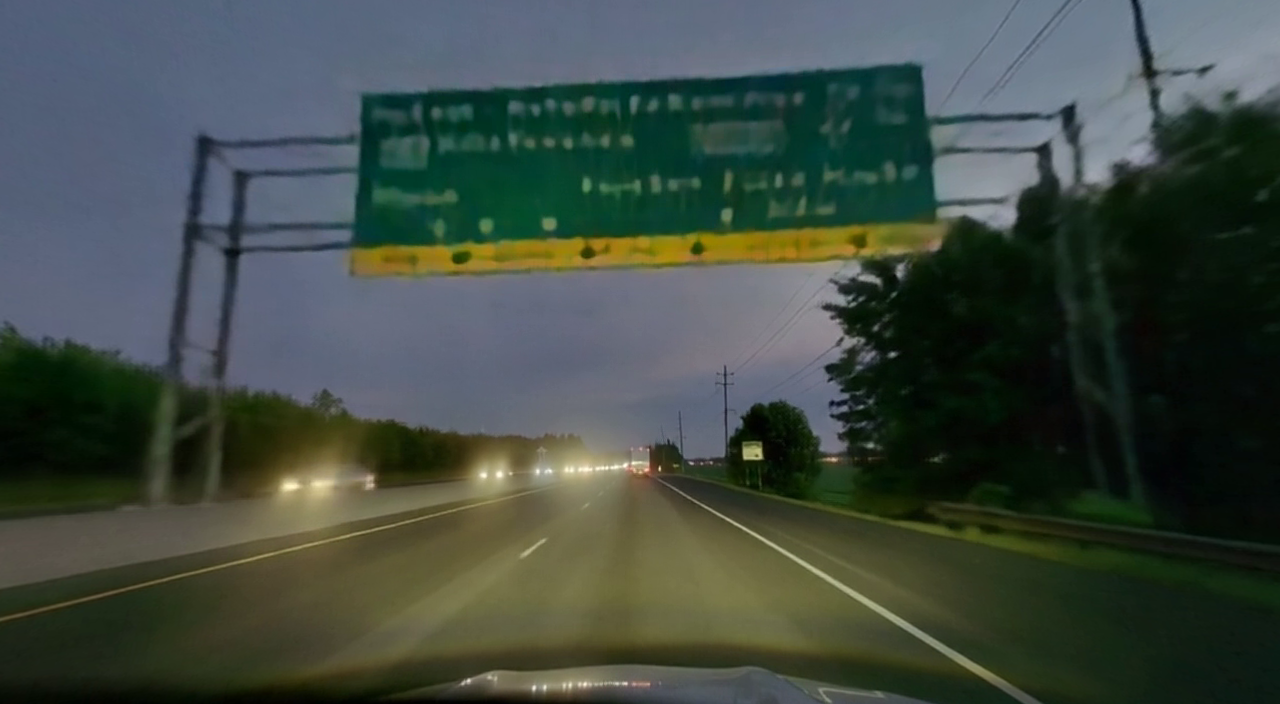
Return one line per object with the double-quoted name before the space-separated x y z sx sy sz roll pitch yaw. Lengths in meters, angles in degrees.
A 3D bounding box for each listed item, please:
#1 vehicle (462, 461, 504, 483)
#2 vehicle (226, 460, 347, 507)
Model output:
"vehicle" -12.020 9.219 48.505 1.887 1.528 4.789 1 -10 1
"vehicle" -11.980 4.471 21.667 1.877 1.429 3.879 1 -10 0
